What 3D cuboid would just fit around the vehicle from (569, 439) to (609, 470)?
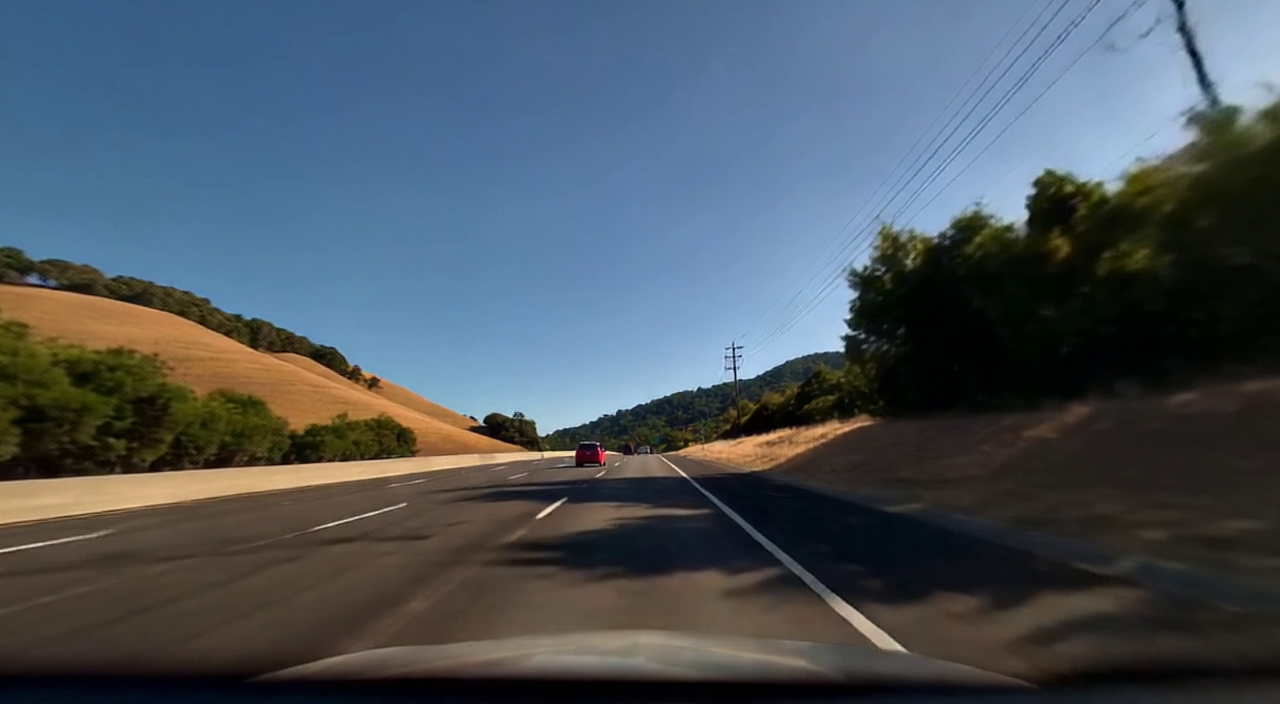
[{"bbox_3d":[-3.226,6.588,40.764,2.136,1.845,4.515,0,-8,1],"label":"vehicle"}]
